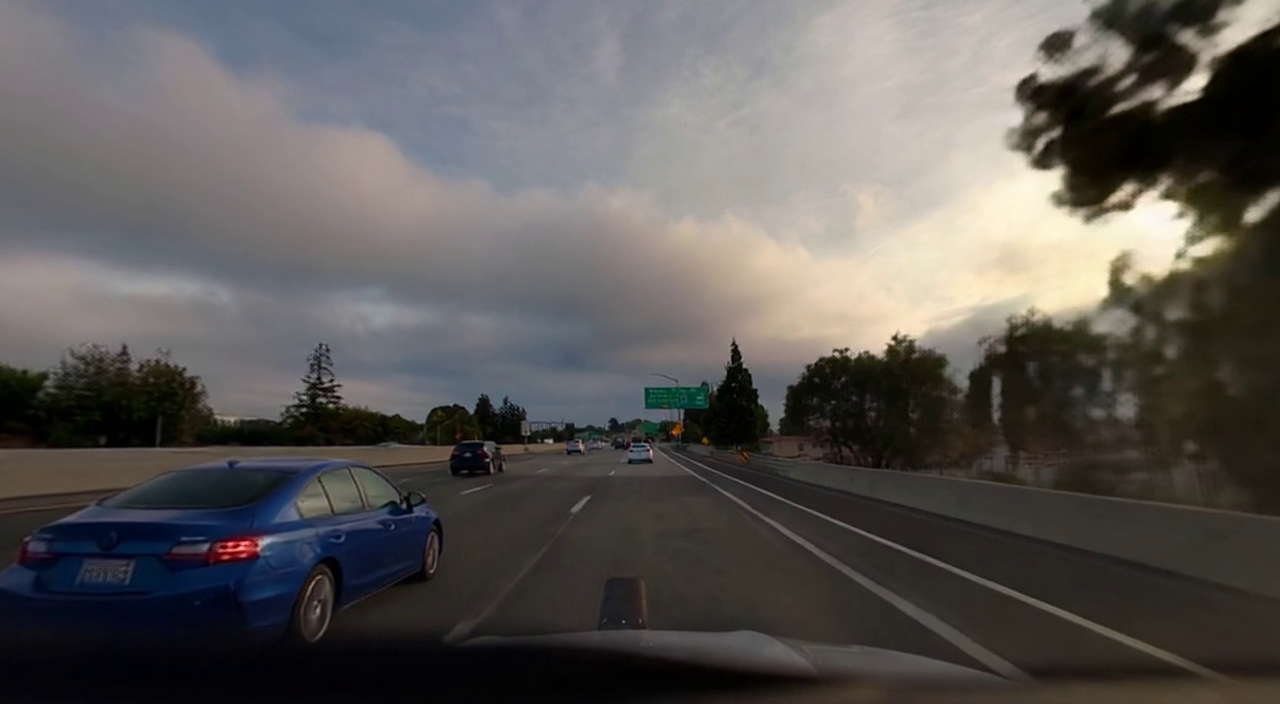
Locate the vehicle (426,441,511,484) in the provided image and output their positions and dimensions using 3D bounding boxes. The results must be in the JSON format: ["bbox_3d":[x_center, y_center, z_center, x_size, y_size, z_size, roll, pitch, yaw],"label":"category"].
[{"bbox_3d":[-6.522,4.225,24.561,2.075,1.528,4.327,0,-8,0],"label":"vehicle"}]

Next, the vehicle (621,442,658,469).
[{"bbox_3d":[-0.054,5.940,36.320,2.051,1.443,3.770,0,-8,-1],"label":"vehicle"}]
